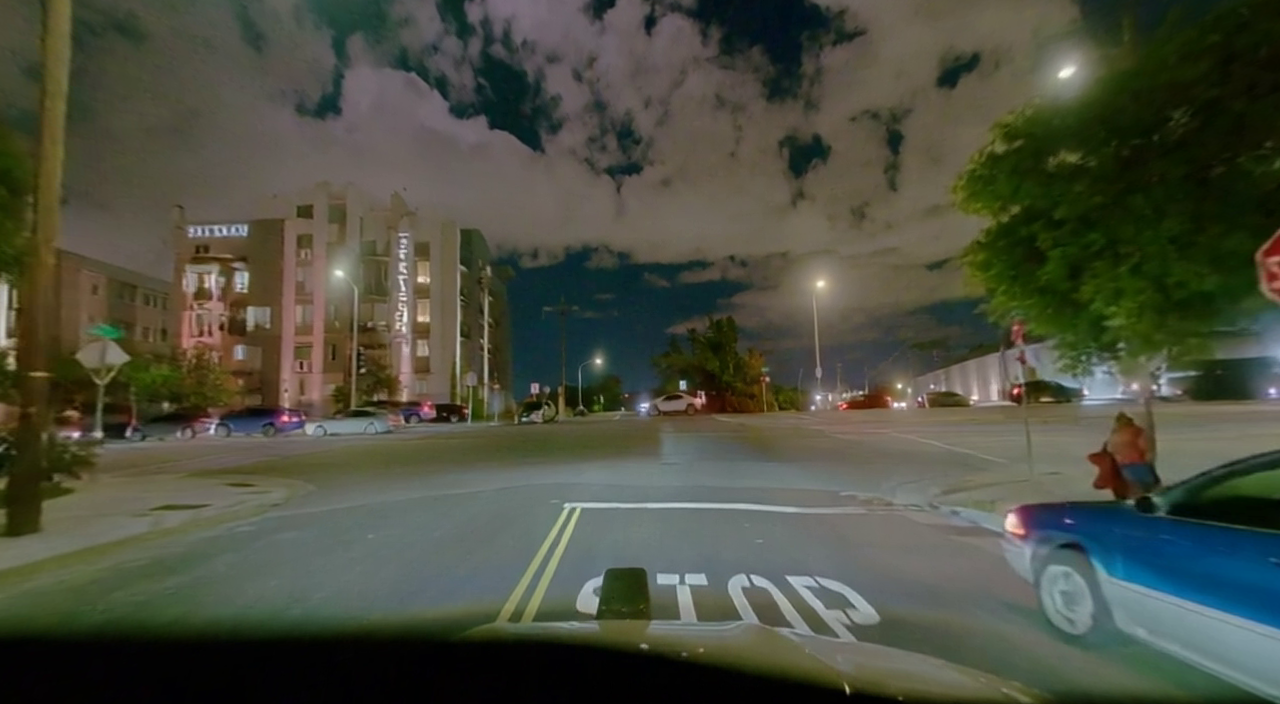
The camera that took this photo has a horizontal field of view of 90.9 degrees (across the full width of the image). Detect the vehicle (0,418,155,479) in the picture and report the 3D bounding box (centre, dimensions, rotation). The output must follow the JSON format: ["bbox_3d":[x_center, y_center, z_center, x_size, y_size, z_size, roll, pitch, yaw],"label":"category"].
[{"bbox_3d":[-16.935,2.757,18.069,4.525,1.596,2.085,-1,-8,8],"label":"vehicle"}]

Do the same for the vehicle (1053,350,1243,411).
[{"bbox_3d":[35.162,2.011,43.865,10.986,3.604,2.707,-3,-6,-3],"label":"vehicle"}]

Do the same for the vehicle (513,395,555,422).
[{"bbox_3d":[-6.774,3.698,40.827,2.156,1.620,4.945,2,-6,-4],"label":"vehicle"}]

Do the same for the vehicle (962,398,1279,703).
[{"bbox_3d":[3.499,0.934,2.478,2.025,1.492,4.291,0,-8,-3],"label":"vehicle"}]

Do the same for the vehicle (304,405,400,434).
[{"bbox_3d":[-15.108,3.567,33.143,4.233,1.432,1.755,-1,-8,9],"label":"vehicle"}]

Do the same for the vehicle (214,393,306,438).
[{"bbox_3d":[-20.293,3.451,33.785,3.506,2.261,2.158,-1,-8,8],"label":"vehicle"}]

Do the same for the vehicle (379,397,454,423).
[{"bbox_3d":[-15.744,4.161,44.592,2.010,1.583,4.582,-6,-10,36],"label":"vehicle"}]

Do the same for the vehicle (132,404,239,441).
[{"bbox_3d":[-24.816,3.878,34.474,4.696,1.801,1.948,-3,-7,10],"label":"vehicle"}]
